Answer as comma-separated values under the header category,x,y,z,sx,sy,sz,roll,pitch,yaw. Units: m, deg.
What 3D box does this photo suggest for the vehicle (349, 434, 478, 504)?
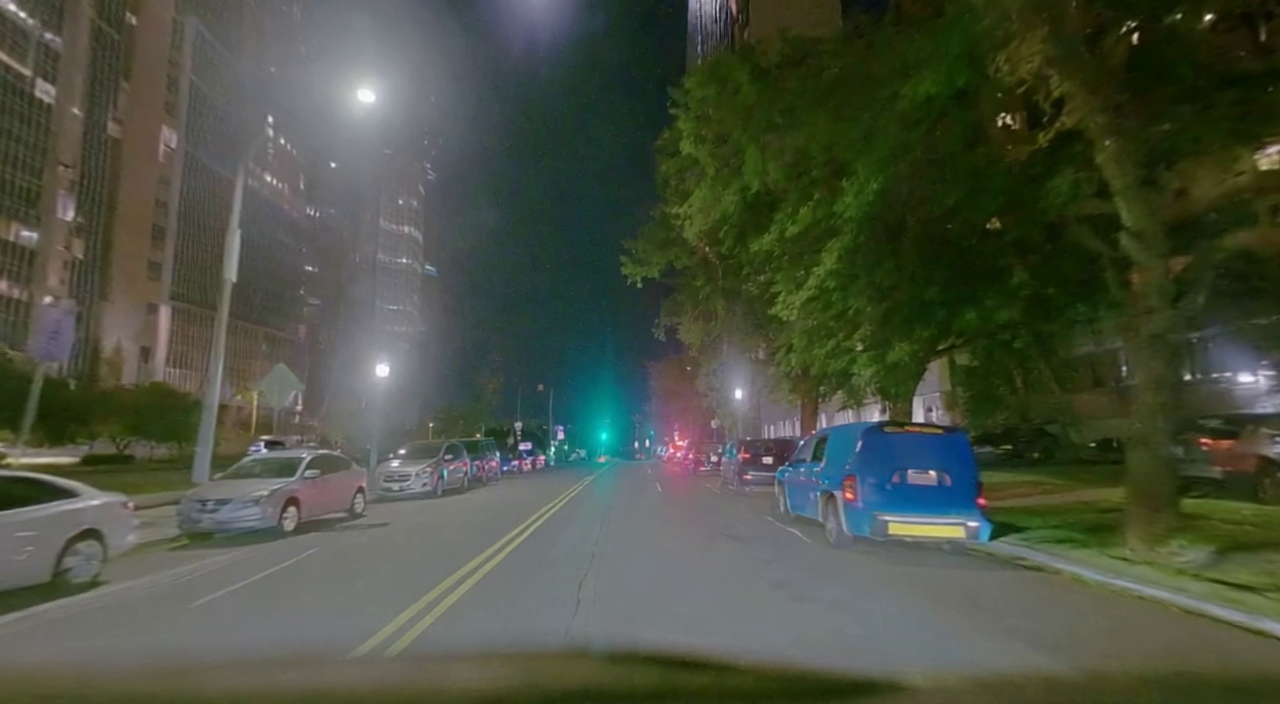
category,x,y,z,sx,sy,sz,roll,pitch,yaw
vehicle,-6.753,3.534,19.517,2.224,1.849,4.772,0,-9,0

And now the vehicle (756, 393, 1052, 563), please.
category,x,y,z,sx,sy,sz,roll,pitch,yaw
vehicle,3.274,1.713,9.250,2.118,1.793,4.885,0,-9,-1

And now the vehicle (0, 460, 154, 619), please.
category,x,y,z,sx,sy,sz,roll,pitch,yaw
vehicle,-6.799,1.680,5.369,1.822,1.411,4.389,0,-9,0

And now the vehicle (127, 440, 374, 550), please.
category,x,y,z,sx,sy,sz,roll,pitch,yaw
vehicle,-6.841,2.501,11.766,1.938,1.654,4.130,0,-9,0

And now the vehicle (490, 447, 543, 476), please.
category,x,y,z,sx,sy,sz,roll,pitch,yaw
vehicle,-6.737,5.991,34.855,1.913,1.479,4.714,-1,-9,1

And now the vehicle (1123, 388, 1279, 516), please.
category,x,y,z,sx,sy,sz,roll,pitch,yaw
vehicle,10.525,1.683,10.805,4.406,1.796,2.127,5,-10,-34
